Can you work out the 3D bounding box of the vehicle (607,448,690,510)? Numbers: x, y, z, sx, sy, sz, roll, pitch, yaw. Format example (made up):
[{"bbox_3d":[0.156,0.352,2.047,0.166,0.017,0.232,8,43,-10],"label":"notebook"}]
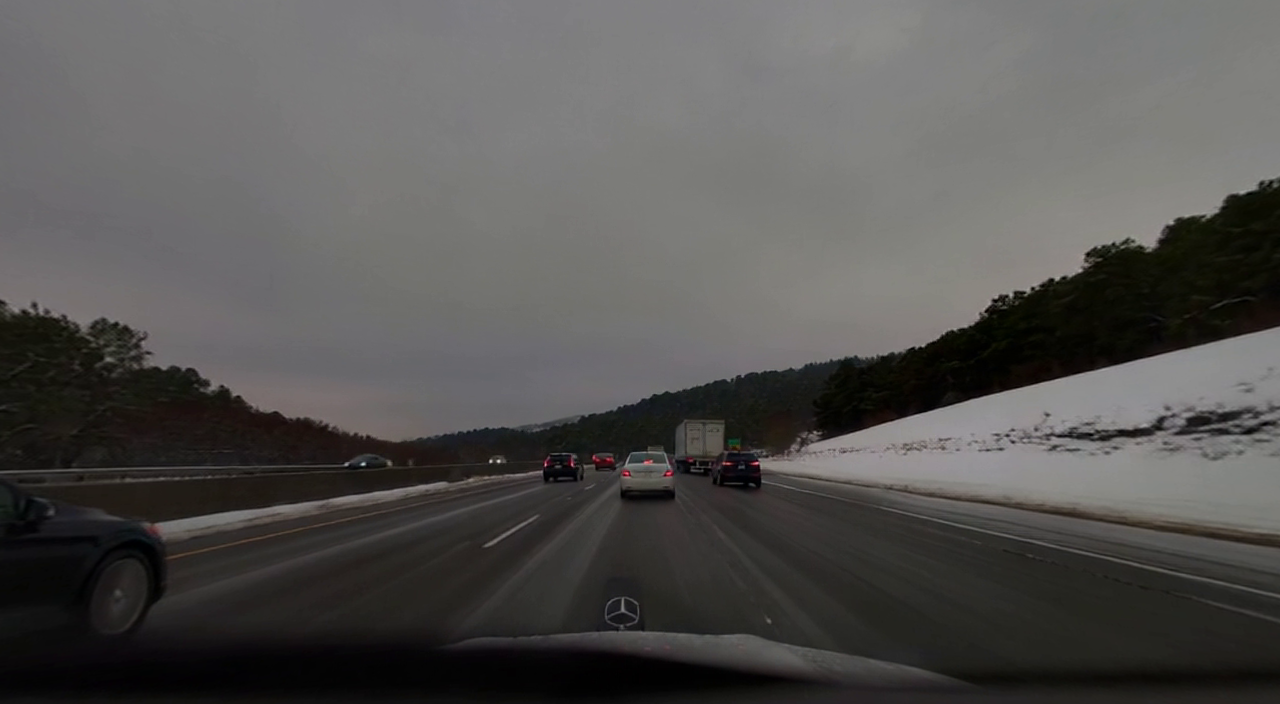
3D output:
[{"bbox_3d":[0.228,3.428,17.392,2.041,1.484,3.535,0,-9,0],"label":"vehicle"}]

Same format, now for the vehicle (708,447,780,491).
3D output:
[{"bbox_3d":[4.036,4.631,25.305,2.029,1.579,4.484,0,-9,-1],"label":"vehicle"}]

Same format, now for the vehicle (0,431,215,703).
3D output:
[{"bbox_3d":[-4.413,1.093,2.793,1.920,1.506,4.454,0,-9,0],"label":"vehicle"}]

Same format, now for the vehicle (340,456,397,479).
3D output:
[{"bbox_3d":[-18.945,8.046,44.235,1.985,1.527,4.174,-1,-9,3],"label":"vehicle"}]

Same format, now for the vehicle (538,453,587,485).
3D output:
[{"bbox_3d":[-3.787,5.776,31.419,1.848,1.486,3.832,0,-9,1],"label":"vehicle"}]
